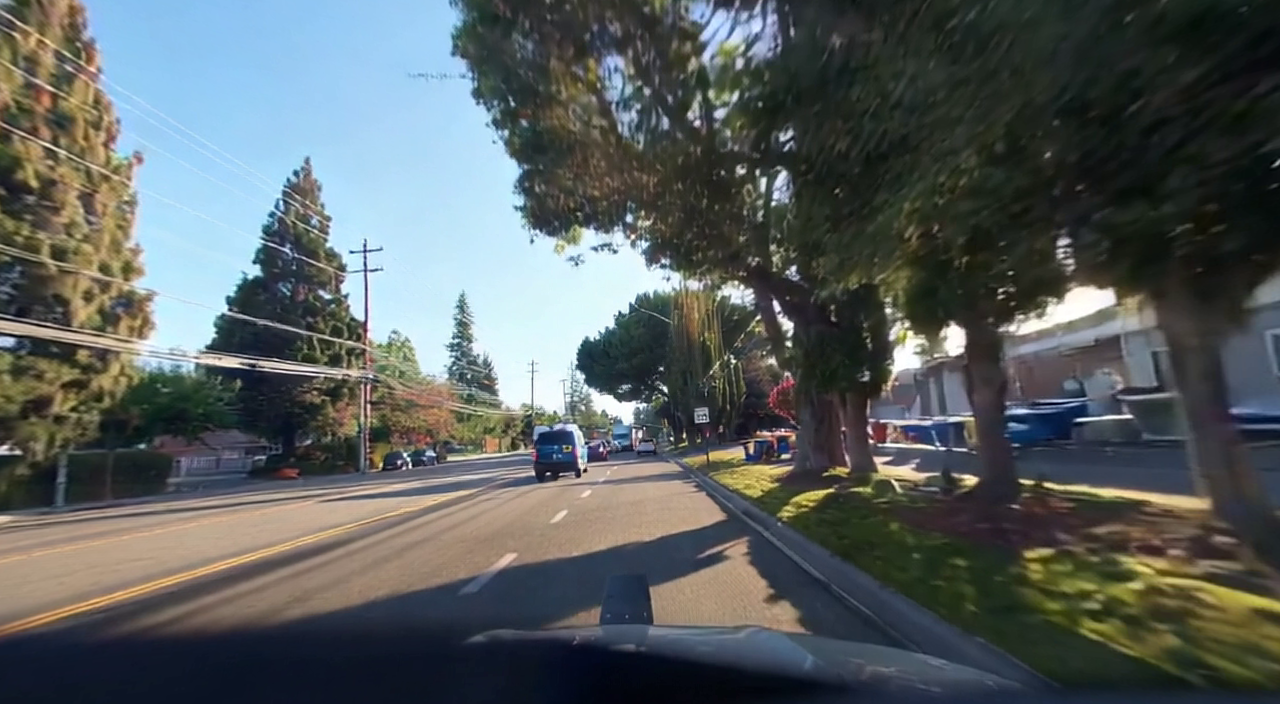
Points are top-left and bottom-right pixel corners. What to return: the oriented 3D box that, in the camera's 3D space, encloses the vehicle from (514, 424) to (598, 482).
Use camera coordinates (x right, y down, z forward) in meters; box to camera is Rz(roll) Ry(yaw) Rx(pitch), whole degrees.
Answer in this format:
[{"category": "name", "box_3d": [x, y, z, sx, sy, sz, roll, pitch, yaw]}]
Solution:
[{"category": "vehicle", "box_3d": [-2.840, 3.599, 22.694, 2.180, 1.818, 5.117, 0, -8, 2]}]
